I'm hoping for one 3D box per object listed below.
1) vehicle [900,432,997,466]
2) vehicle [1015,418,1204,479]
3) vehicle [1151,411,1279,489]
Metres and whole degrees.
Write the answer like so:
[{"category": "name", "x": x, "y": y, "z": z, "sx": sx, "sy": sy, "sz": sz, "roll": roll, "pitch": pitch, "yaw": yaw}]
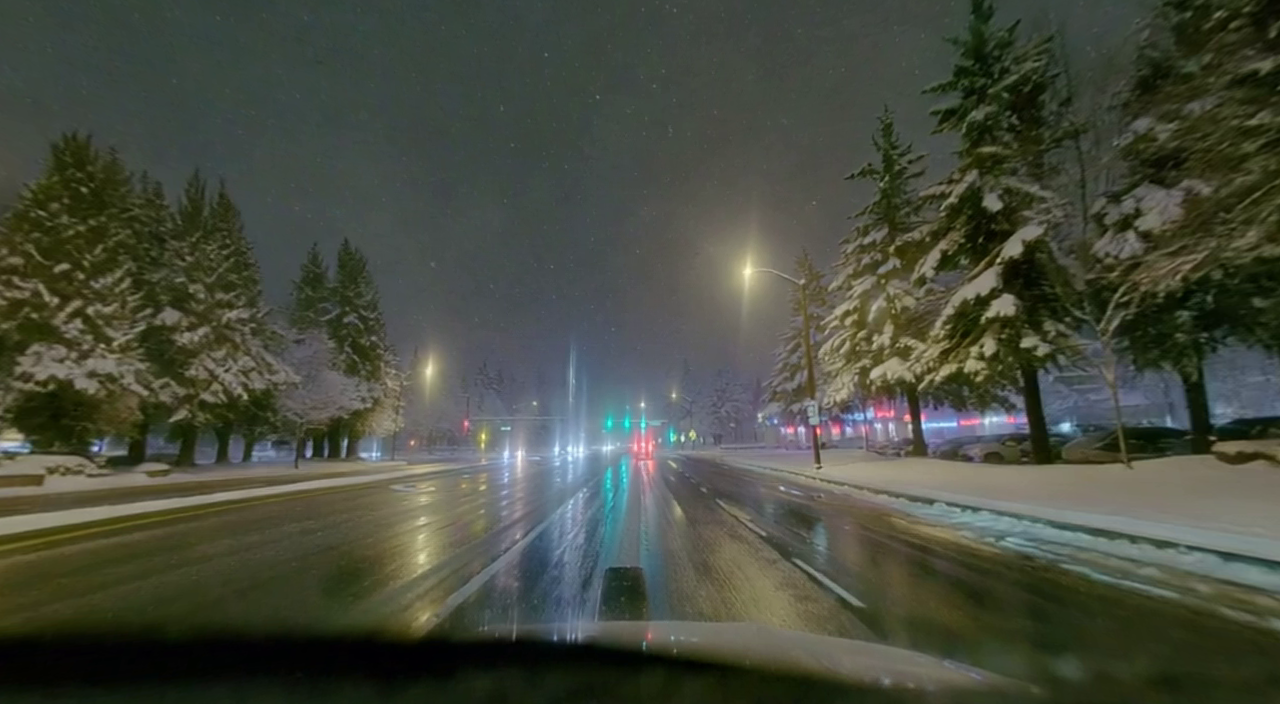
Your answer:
[{"category": "vehicle", "x": 17.189, "y": 5.394, "z": 35.257, "sx": 4.362, "sy": 1.455, "sz": 1.816, "roll": -5, "pitch": -7, "yaw": 0}, {"category": "vehicle", "x": 16.052, "y": 3.311, "z": 21.786, "sx": 4.749, "sy": 1.785, "sz": 2.137, "roll": -2, "pitch": -7, "yaw": 0}, {"category": "vehicle", "x": 17.350, "y": 2.680, "z": 17.796, "sx": 1.929, "sy": 1.943, "sz": 4.538, "roll": -2, "pitch": -7, "yaw": 0}]
